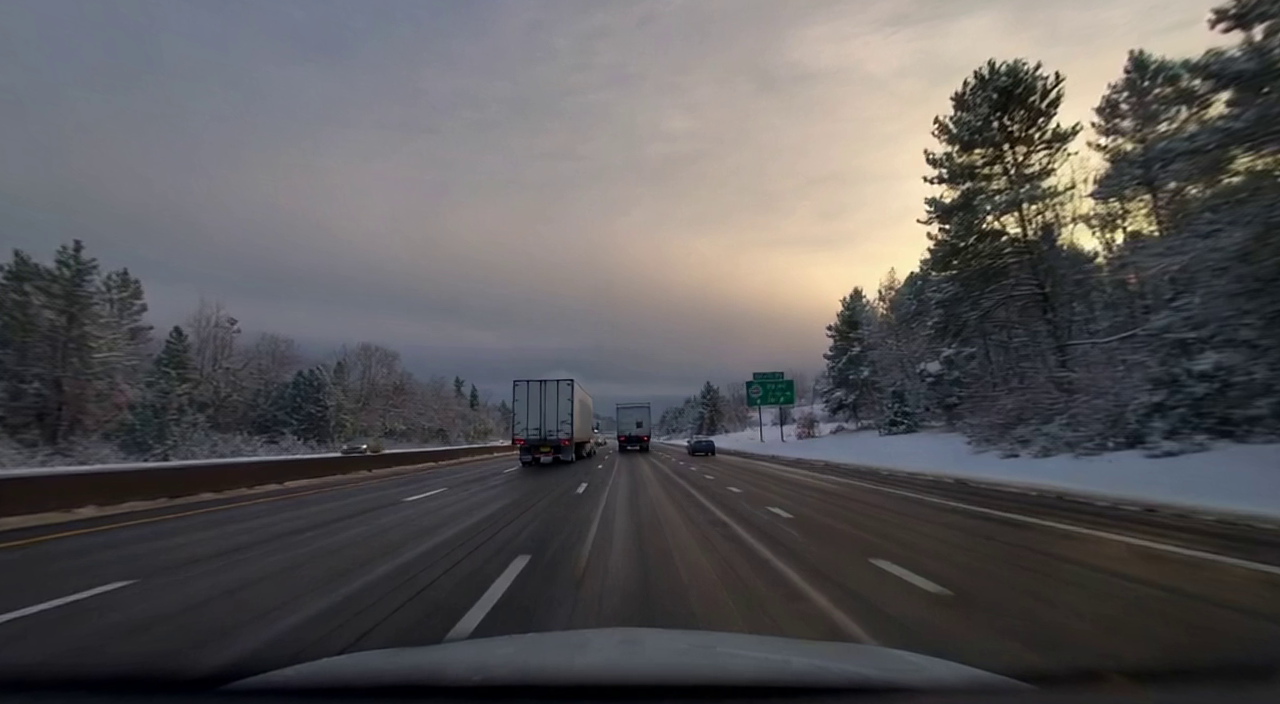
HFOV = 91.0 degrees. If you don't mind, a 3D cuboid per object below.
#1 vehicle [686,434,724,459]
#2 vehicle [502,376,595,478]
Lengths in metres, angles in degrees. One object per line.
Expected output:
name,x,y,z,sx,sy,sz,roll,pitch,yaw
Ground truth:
vehicle,4.054,5.942,39.697,1.891,1.477,3.599,0,-8,-2
vehicle,-3.318,3.011,24.783,2.728,3.405,7.096,0,-8,-1
